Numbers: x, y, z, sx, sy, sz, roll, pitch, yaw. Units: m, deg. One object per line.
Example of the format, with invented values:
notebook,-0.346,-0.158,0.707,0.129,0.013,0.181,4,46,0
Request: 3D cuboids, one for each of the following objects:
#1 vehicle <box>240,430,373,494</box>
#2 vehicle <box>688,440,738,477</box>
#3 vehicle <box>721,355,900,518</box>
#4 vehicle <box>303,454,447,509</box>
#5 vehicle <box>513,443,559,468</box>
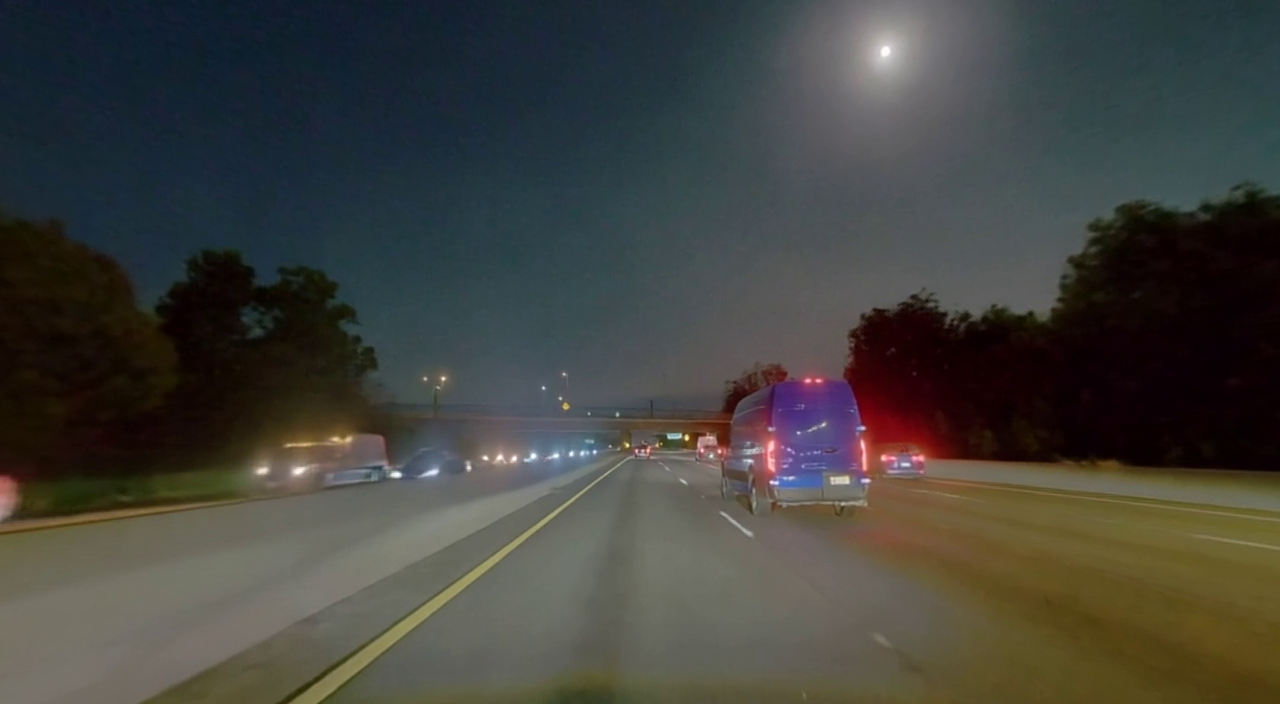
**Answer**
vehicle,-15.327,5.104,29.646,2.606,2.626,6.509,0,-9,0
vehicle,3.655,5.432,32.324,2.009,1.731,4.149,0,-9,-1
vehicle,3.760,2.162,15.792,2.460,3.155,6.902,0,-9,0
vehicle,-7.719,3.798,19.119,1.932,1.381,5.404,0,-9,1
vehicle,-7.147,7.193,43.890,2.317,1.632,4.613,0,-9,1
